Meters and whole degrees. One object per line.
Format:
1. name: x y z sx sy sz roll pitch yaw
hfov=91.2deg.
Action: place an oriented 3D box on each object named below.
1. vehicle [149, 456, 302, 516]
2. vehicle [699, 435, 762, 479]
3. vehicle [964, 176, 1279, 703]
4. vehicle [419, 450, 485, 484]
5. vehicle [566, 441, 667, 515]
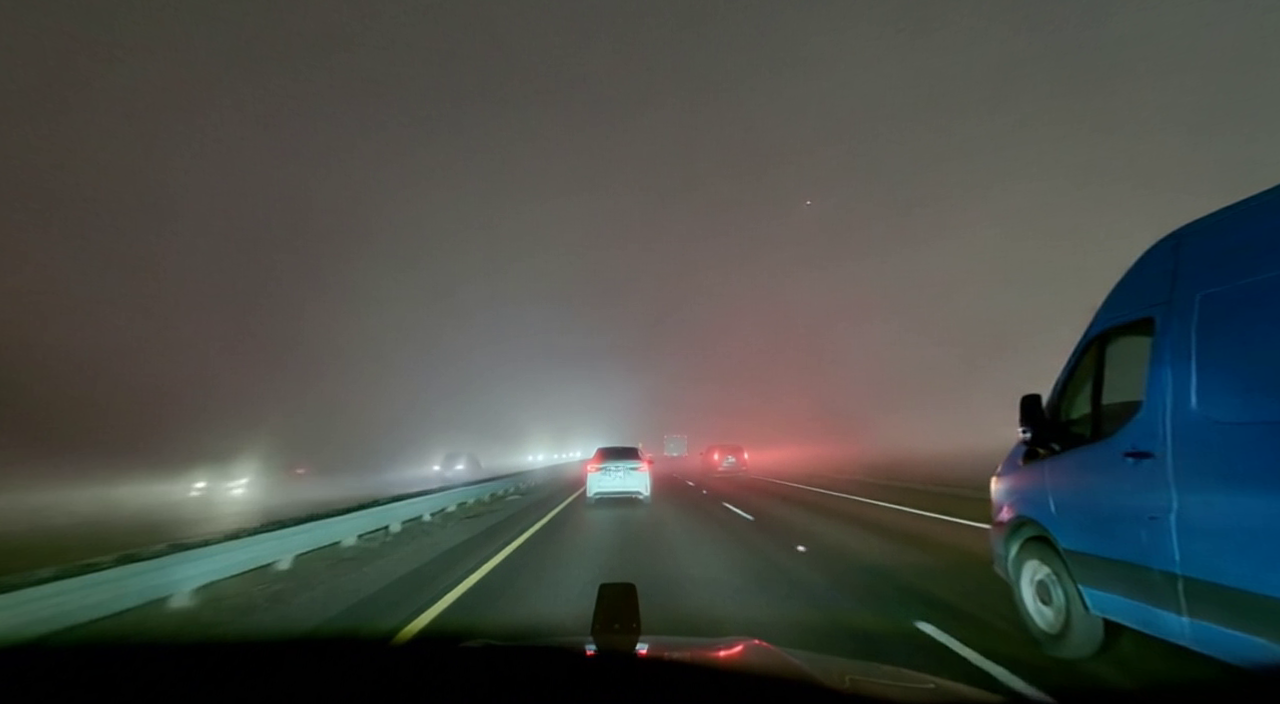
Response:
1. vehicle: -12.322 3.956 19.027 1.823 1.539 4.087 0 -9 0
2. vehicle: 4.312 5.093 30.718 2.261 1.952 4.784 0 -9 -1
3. vehicle: 3.891 0.394 2.073 2.399 2.421 5.829 0 -9 -1
4. vehicle: -8.910 5.457 30.047 1.894 1.505 4.103 0 -9 0
5. vehicle: -0.486 2.856 14.646 2.029 1.483 3.769 0 -9 0
